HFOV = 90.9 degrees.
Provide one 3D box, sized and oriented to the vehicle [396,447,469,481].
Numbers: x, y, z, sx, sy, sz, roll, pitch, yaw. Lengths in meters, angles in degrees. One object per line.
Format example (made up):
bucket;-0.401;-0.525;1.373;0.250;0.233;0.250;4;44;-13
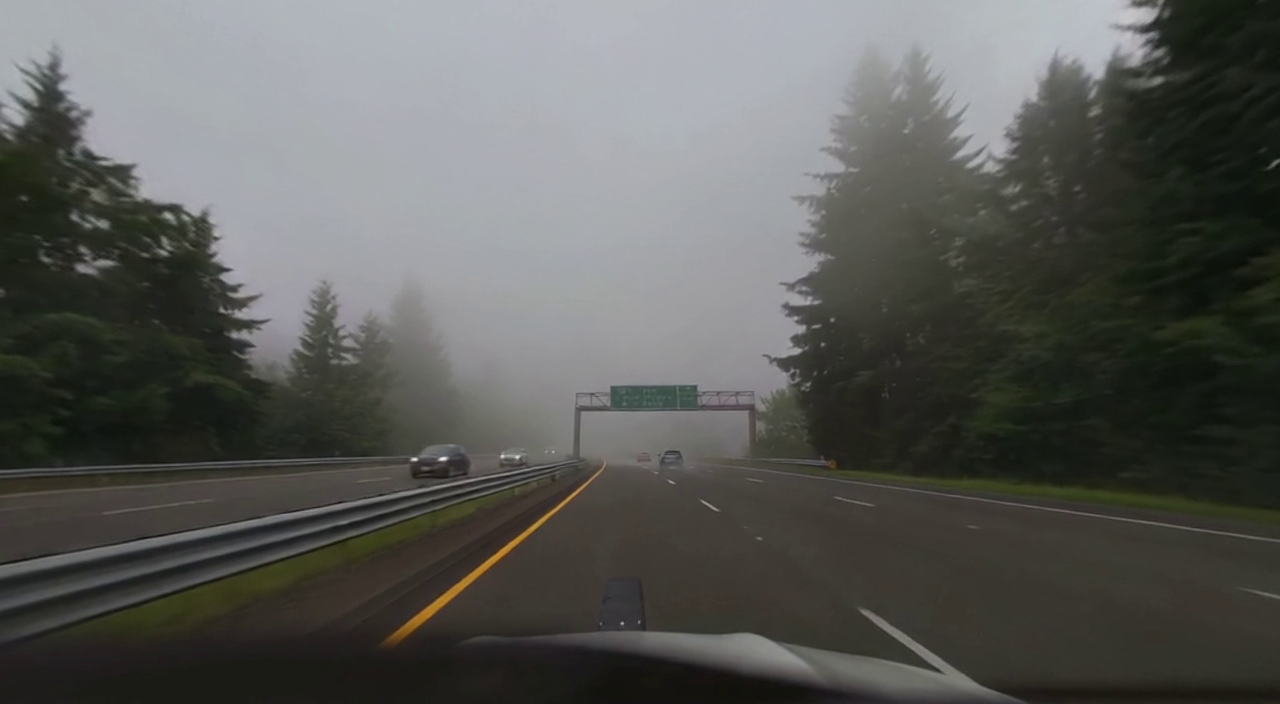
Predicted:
vehicle;-10.102;5.478;31.081;2.006;1.516;4.784;0;-9;-1

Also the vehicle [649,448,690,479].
vehicle;1.516;5.966;33.997;2.011;1.590;3.607;0;-9;-1
